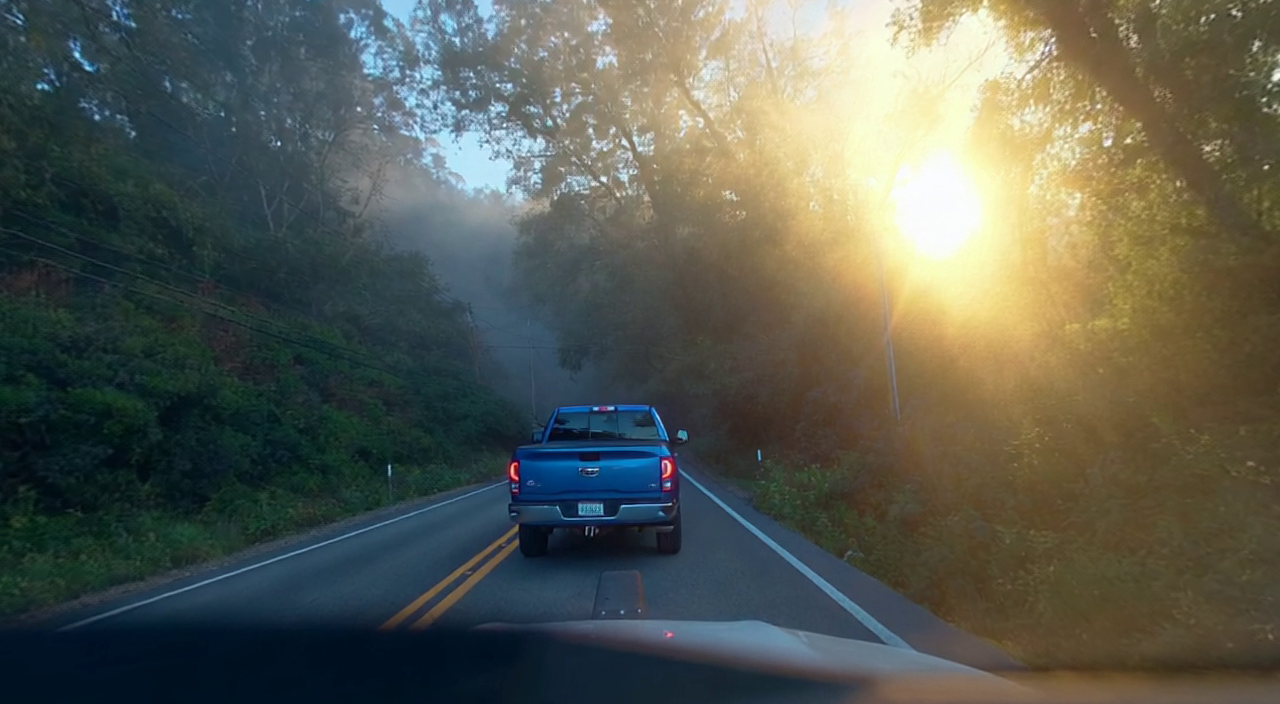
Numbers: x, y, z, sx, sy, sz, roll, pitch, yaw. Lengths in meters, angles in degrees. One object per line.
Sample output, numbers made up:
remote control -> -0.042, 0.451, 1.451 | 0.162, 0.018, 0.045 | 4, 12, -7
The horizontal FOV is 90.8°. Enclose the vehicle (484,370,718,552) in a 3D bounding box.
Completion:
vehicle -> -0.519, 1.762, 10.753 | 2.837, 2.223, 5.885 | 0, -8, -1
